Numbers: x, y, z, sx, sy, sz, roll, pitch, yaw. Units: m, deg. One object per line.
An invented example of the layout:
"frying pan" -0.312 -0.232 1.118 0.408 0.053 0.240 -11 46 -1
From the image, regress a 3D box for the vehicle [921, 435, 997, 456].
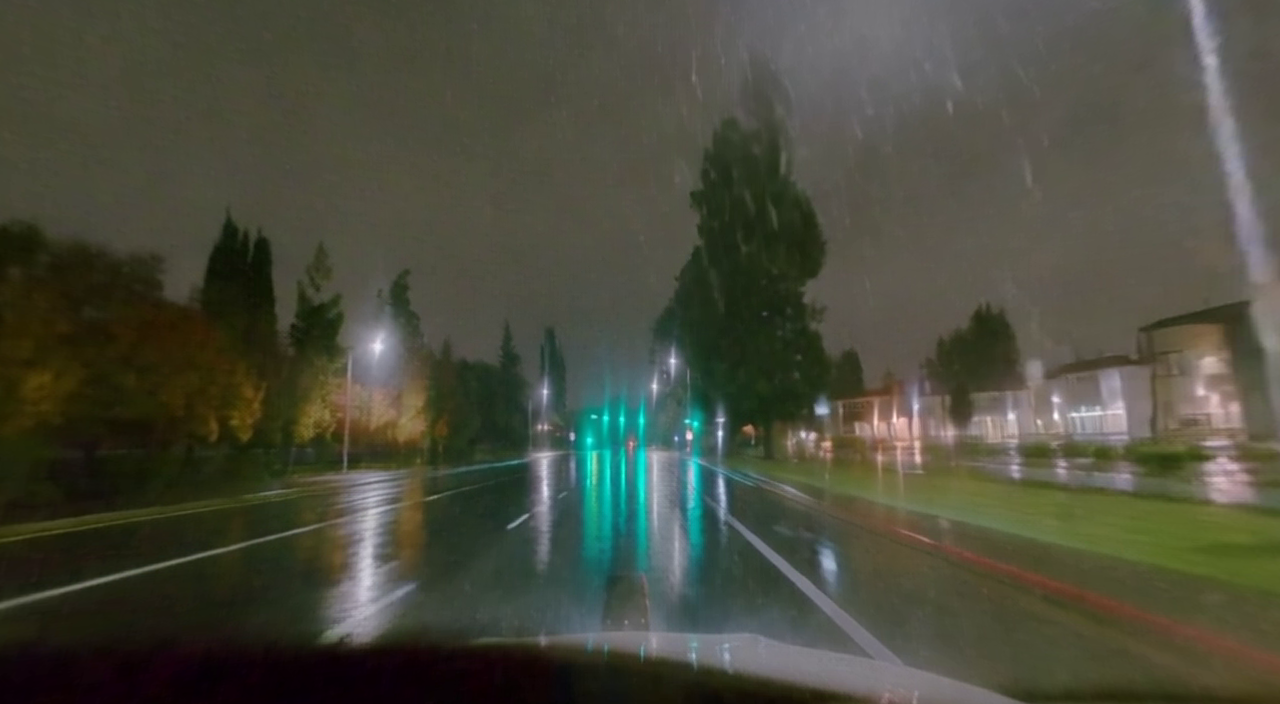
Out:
"vehicle" 22.261 6.519 44.086 4.271 1.424 1.941 0 -8 1
